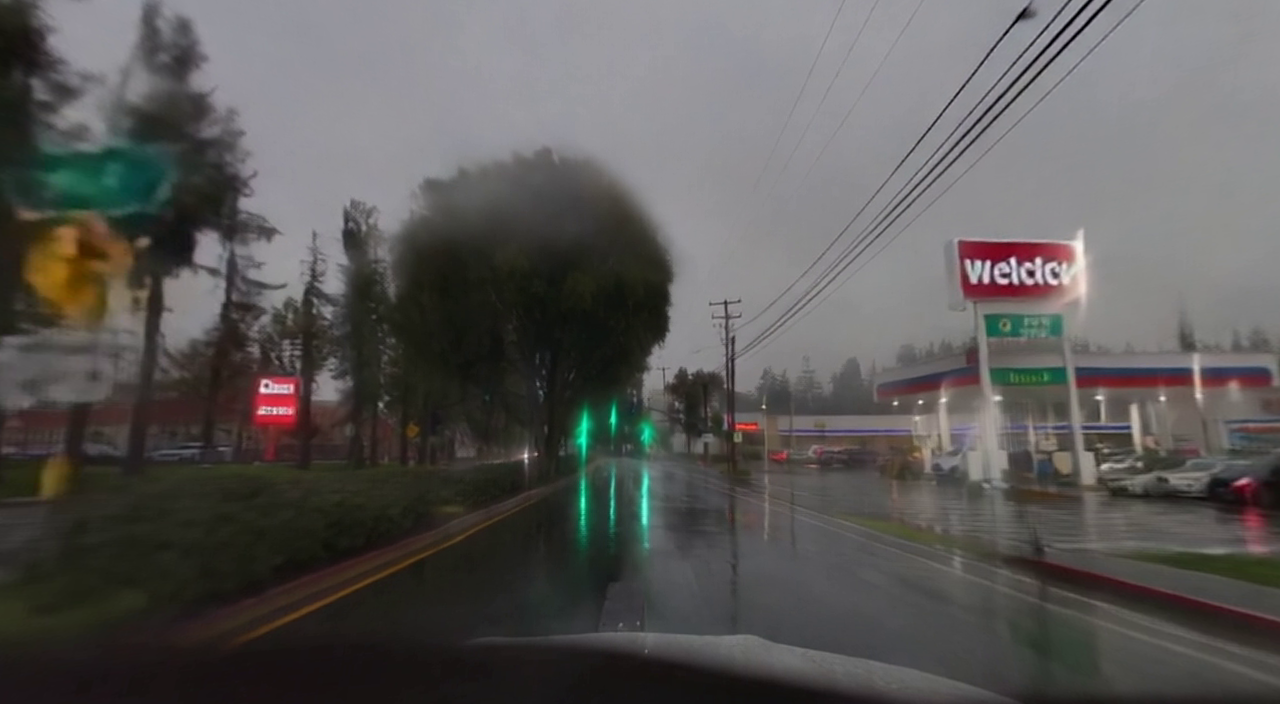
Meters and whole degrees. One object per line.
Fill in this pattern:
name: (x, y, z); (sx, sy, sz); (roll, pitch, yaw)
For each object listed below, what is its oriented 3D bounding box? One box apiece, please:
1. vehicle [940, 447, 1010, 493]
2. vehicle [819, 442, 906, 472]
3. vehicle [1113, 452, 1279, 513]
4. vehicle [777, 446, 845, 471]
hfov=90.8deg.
vehicle: (15.281, 5.277, 28.694); (2.086, 1.845, 4.694); (-6, -11, 35)
vehicle: (14.686, 6.993, 41.904); (4.996, 1.720, 2.027); (1, -11, 2)
vehicle: (17.942, 4.125, 20.413); (2.041, 1.674, 4.301); (2, -9, 2)
vehicle: (12.858, 7.998, 47.760); (4.444, 1.815, 2.239); (0, -8, 0)
